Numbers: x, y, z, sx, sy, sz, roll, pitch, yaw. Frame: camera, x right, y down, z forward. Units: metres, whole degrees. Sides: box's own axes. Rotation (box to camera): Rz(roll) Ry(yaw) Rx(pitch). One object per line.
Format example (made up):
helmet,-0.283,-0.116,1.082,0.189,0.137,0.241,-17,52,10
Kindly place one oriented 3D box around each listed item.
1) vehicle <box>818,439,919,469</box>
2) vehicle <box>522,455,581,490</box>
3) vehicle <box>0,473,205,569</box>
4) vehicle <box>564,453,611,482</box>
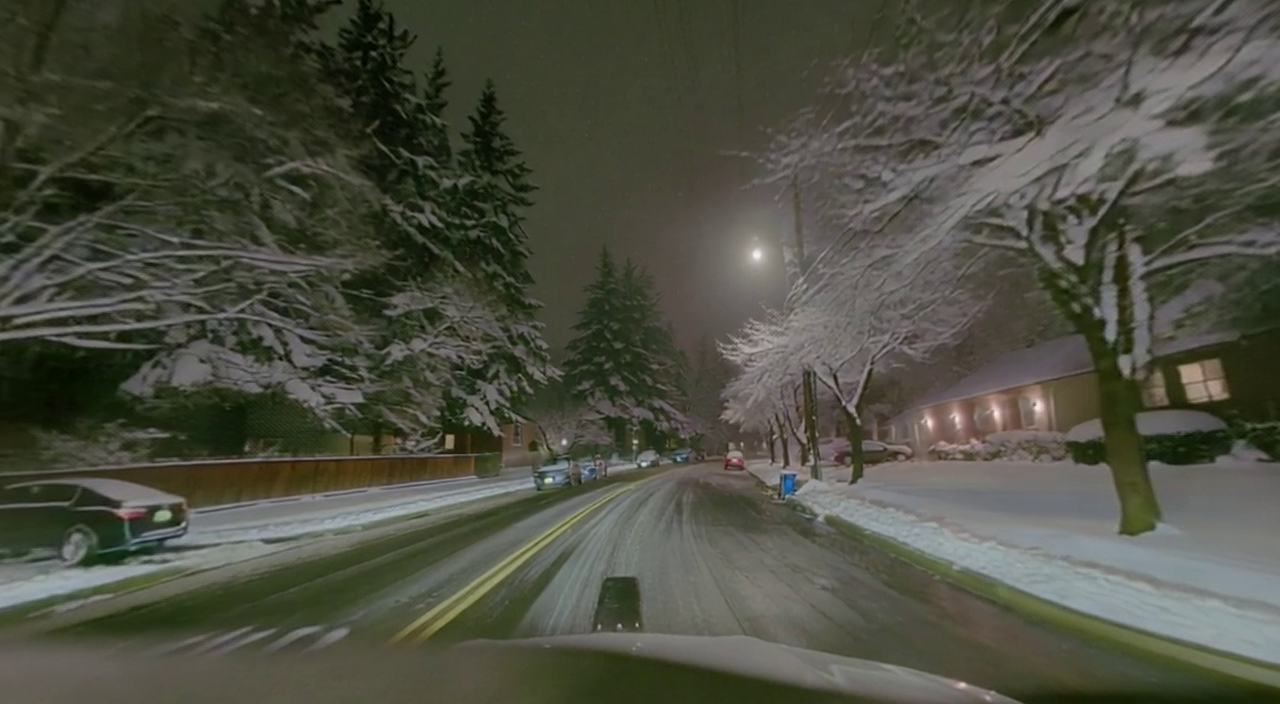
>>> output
vehicle,12.309,5.512,34.260,4.744,1.507,1.953,-1,-8,4
vehicle,-4.394,6.162,32.017,1.886,1.494,4.149,-2,-14,7
vehicle,-10.582,3.026,11.680,3.947,1.442,1.858,-3,-9,12
vehicle,-3.185,7.216,39.163,1.972,1.536,4.347,-2,-14,8
